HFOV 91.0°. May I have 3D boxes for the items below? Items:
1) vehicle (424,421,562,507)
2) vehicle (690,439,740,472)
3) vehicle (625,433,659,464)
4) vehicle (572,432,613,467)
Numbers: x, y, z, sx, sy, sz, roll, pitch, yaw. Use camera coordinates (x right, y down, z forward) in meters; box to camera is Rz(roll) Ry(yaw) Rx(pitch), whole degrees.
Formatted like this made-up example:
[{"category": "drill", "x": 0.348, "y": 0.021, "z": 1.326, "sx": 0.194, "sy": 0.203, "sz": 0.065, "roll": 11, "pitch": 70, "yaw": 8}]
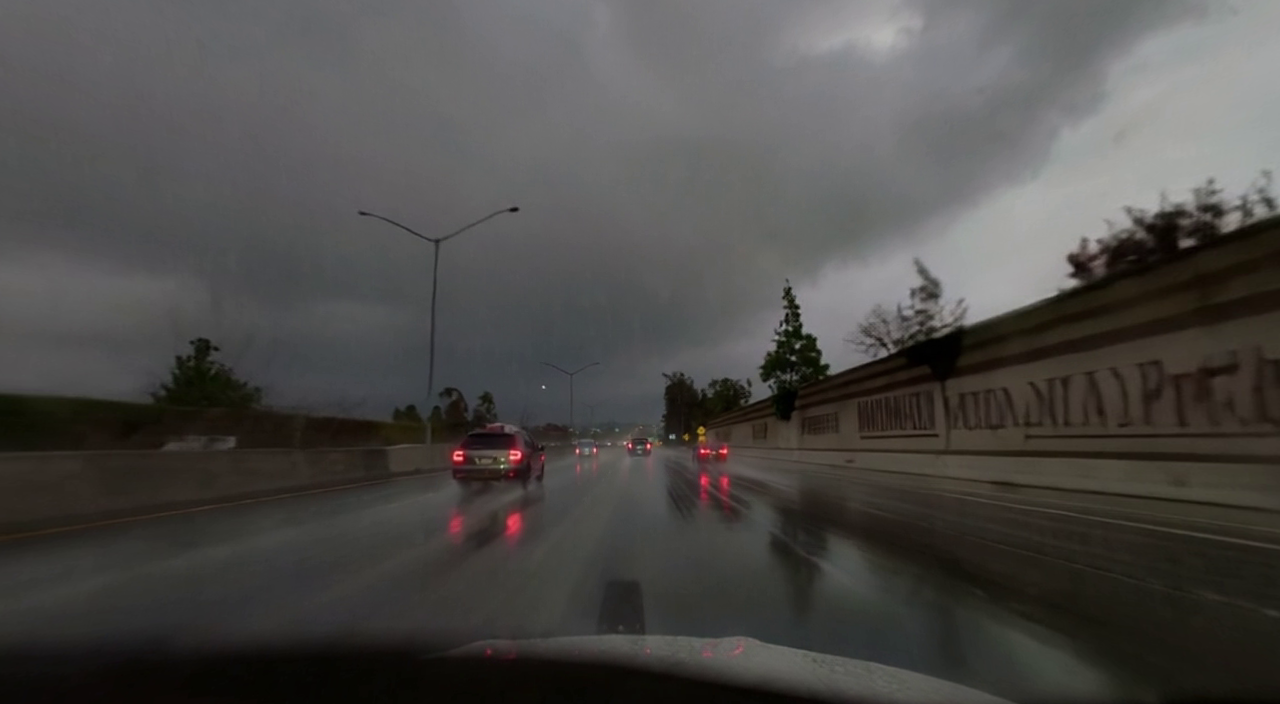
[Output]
[{"category": "vehicle", "x": -3.484, "y": 2.813, "z": 16.267, "sx": 2.184, "sy": 1.819, "sz": 5.441, "roll": 0, "pitch": -9, "yaw": 1}, {"category": "vehicle", "x": 4.132, "y": 5.830, "z": 35.614, "sx": 2.224, "sy": 1.752, "sz": 4.487, "roll": 0, "pitch": -9, "yaw": -1}, {"category": "vehicle", "x": 0.182, "y": 7.497, "z": 49.029, "sx": 2.485, "sy": 2.215, "sz": 5.199, "roll": 0, "pitch": -9, "yaw": 0}, {"category": "vehicle", "x": -3.128, "y": 6.544, "z": 42.356, "sx": 2.378, "sy": 2.214, "sz": 4.352, "roll": 0, "pitch": -9, "yaw": 0}]
